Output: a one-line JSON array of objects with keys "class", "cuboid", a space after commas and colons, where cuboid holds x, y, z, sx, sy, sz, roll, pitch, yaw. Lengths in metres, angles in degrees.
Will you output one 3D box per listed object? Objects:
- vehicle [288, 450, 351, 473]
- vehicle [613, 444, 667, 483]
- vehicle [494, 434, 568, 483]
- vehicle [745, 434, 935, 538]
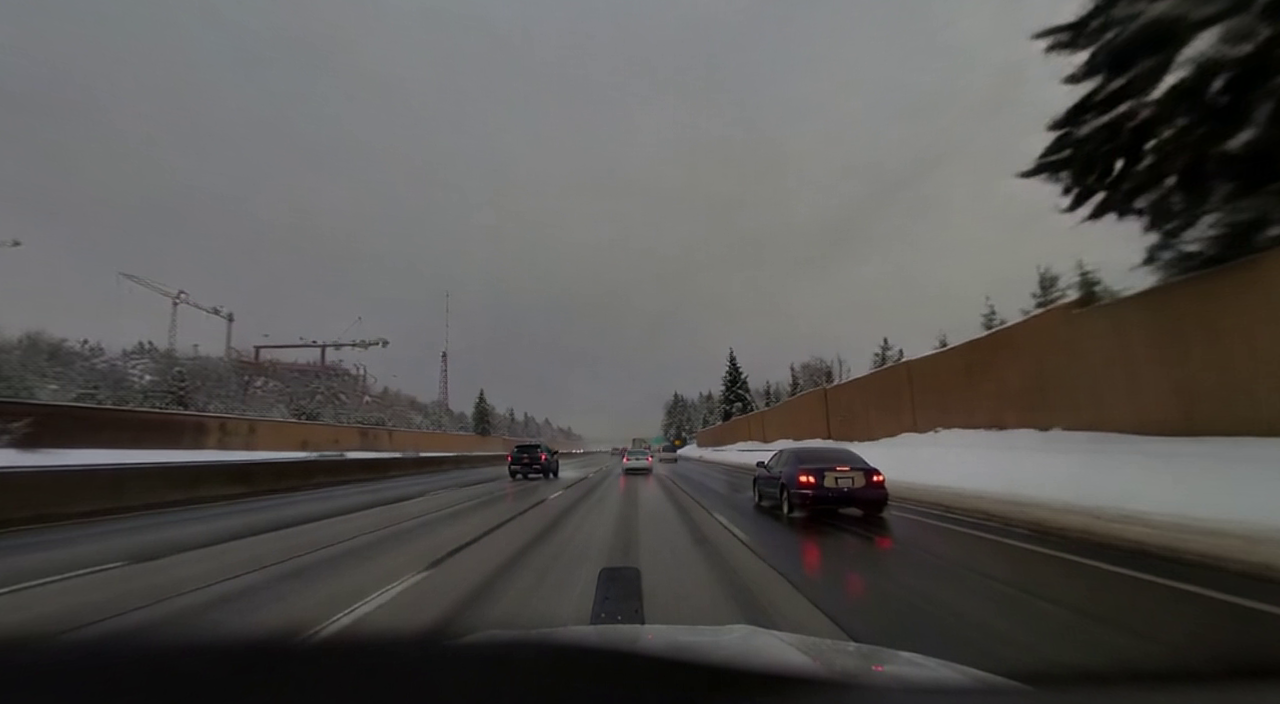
[{"class": "vehicle", "cuboid": [-22.721, 7.785, 45.000, 1.882, 1.487, 4.861, 0, -8, 0]}, {"class": "vehicle", "cuboid": [-0.013, 4.497, 25.779, 2.045, 1.452, 4.040, 0, -8, -1]}, {"class": "vehicle", "cuboid": [-4.237, 4.238, 25.388, 2.121, 1.775, 4.335, 0, -8, 1]}, {"class": "vehicle", "cuboid": [3.316, 2.296, 11.586, 1.917, 1.507, 4.540, 0, -8, -1]}]
